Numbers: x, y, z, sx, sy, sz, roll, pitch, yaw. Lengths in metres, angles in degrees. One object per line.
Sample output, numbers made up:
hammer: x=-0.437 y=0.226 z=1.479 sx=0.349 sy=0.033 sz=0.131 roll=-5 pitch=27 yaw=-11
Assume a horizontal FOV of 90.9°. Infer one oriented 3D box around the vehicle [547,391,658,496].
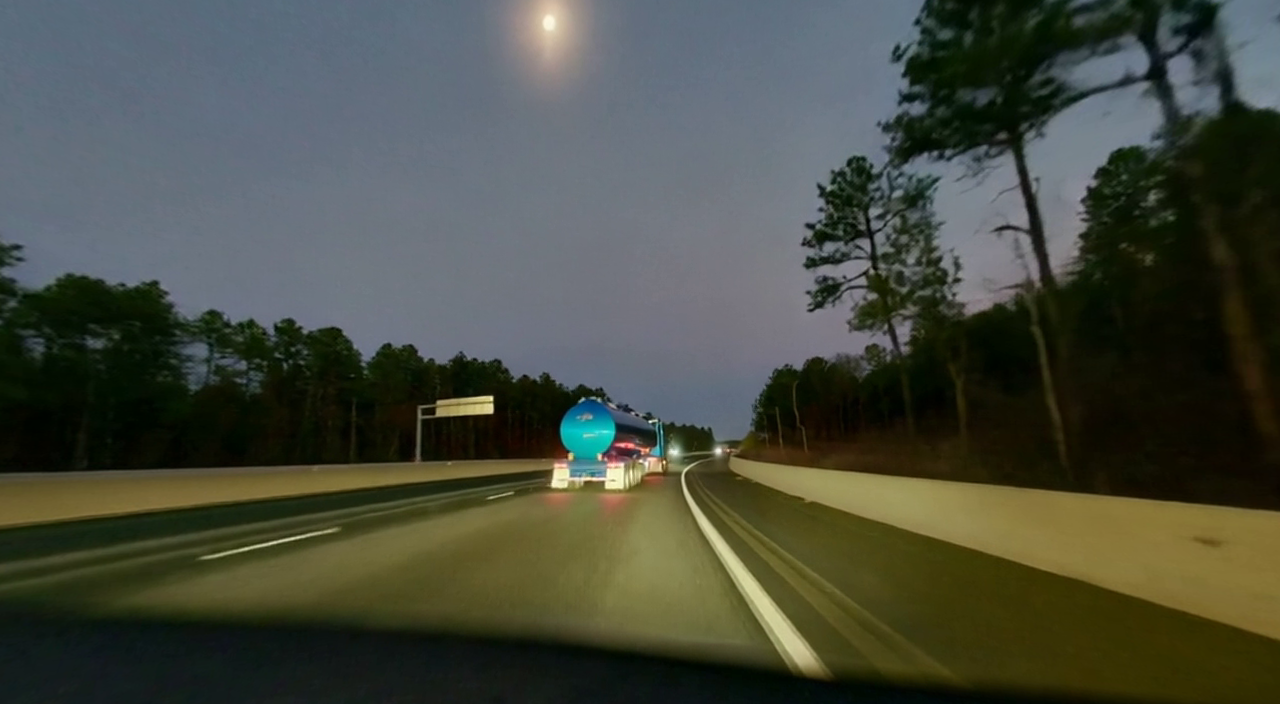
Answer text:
vehicle: x=-1.196 y=4.289 z=29.554 sx=2.907 sy=3.747 sz=13.318 roll=-1 pitch=-8 yaw=6
